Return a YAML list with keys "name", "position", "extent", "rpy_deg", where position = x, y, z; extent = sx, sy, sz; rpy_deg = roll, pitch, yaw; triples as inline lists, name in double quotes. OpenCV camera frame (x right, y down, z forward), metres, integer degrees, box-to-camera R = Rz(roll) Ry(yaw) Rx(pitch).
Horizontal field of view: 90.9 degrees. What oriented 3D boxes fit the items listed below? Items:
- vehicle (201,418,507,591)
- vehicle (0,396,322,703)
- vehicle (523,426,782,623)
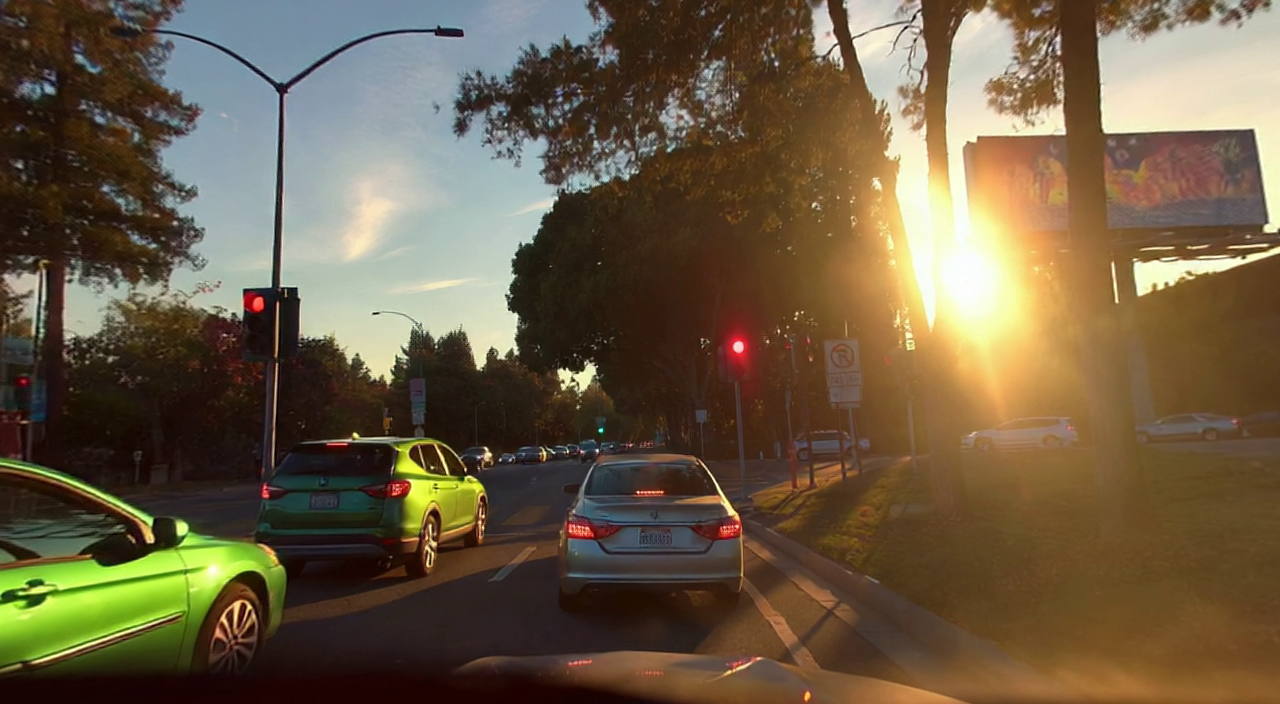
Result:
- name: "vehicle"
  position: [-3.176, 1.783, 8.134]
  extent: [1.950, 1.628, 4.082]
  rpy_deg: [-1, -9, 1]
- name: "vehicle"
  position: [-3.158, 0.959, 2.404]
  extent: [1.808, 1.520, 3.846]
  rpy_deg: [-1, -9, 1]
- name: "vehicle"
  position: [0.025, 1.586, 6.615]
  extent: [1.977, 1.467, 3.474]
  rpy_deg: [0, -9, -2]
